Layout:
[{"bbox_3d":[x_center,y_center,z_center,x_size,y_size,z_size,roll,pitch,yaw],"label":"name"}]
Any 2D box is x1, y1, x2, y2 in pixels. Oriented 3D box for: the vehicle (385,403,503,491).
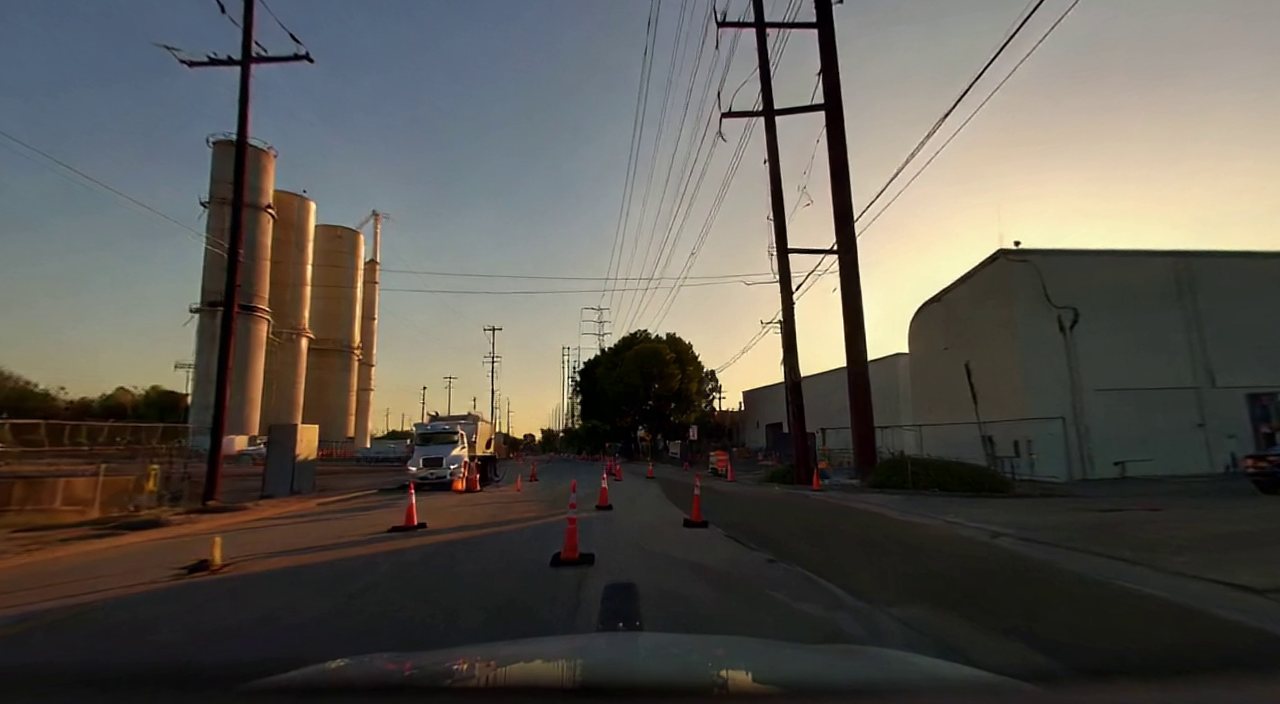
[{"bbox_3d":[-8.145,4.172,27.520,2.991,3.173,7.929,-1,-9,-3],"label":"vehicle"}]
